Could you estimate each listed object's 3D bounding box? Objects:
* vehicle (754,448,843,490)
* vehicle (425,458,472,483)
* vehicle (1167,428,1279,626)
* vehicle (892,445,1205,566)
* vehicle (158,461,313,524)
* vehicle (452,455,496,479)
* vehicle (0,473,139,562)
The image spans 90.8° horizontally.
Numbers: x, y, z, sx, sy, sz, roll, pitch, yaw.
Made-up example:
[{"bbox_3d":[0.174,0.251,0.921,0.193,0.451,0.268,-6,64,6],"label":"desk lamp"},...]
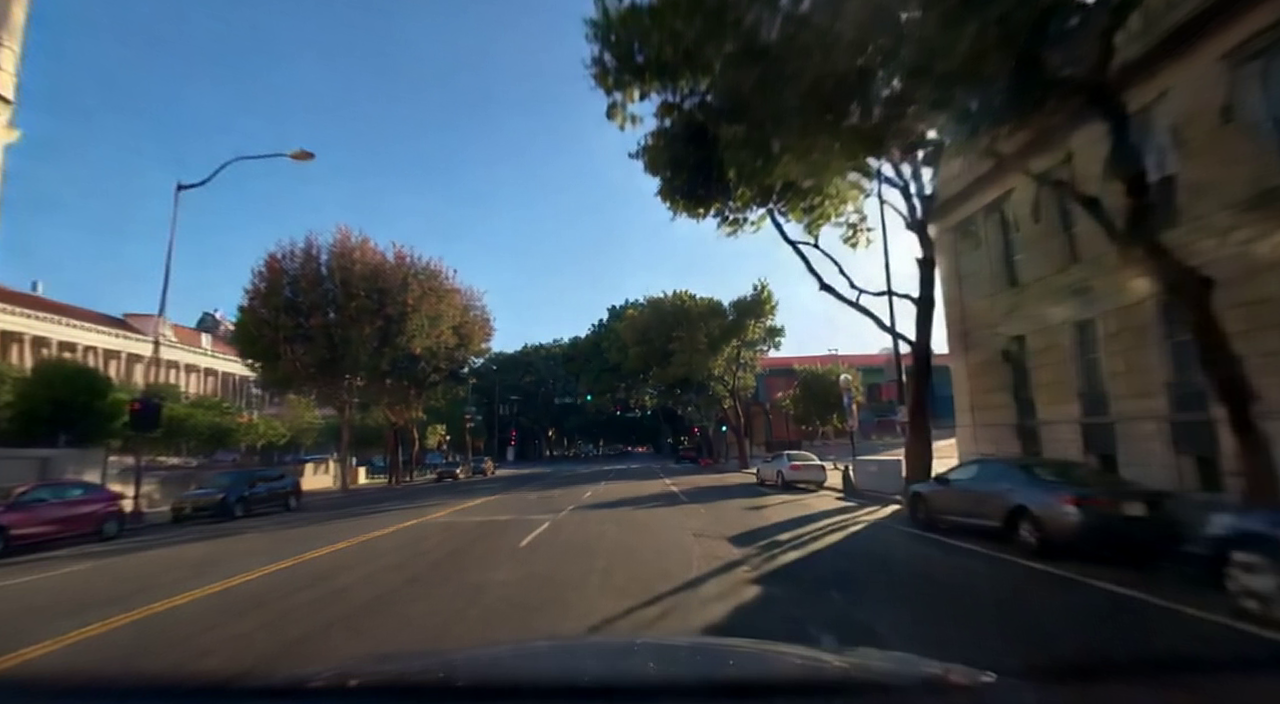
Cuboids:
[{"bbox_3d":[5.997,4.456,24.556,2.091,1.445,4.678,0,-9,-2],"label":"vehicle"},{"bbox_3d":[-12.676,7.887,42.159,1.767,1.455,4.389,0,-9,0],"label":"vehicle"},{"bbox_3d":[5.843,1.123,3.434,1.849,1.491,4.626,0,-8,-2],"label":"vehicle"},{"bbox_3d":[5.816,2.176,9.847,1.869,1.430,4.365,0,-9,-1],"label":"vehicle"},{"bbox_3d":[-12.614,4.352,20.163,1.911,1.558,4.793,-3,-9,-2],"label":"vehicle"},{"bbox_3d":[-12.889,8.919,49.387,2.011,1.668,5.474,0,-9,0],"label":"vehicle"},{"bbox_3d":[-12.611,3.251,12.539,1.828,1.462,4.421,0,-9,-2],"label":"vehicle"}]
